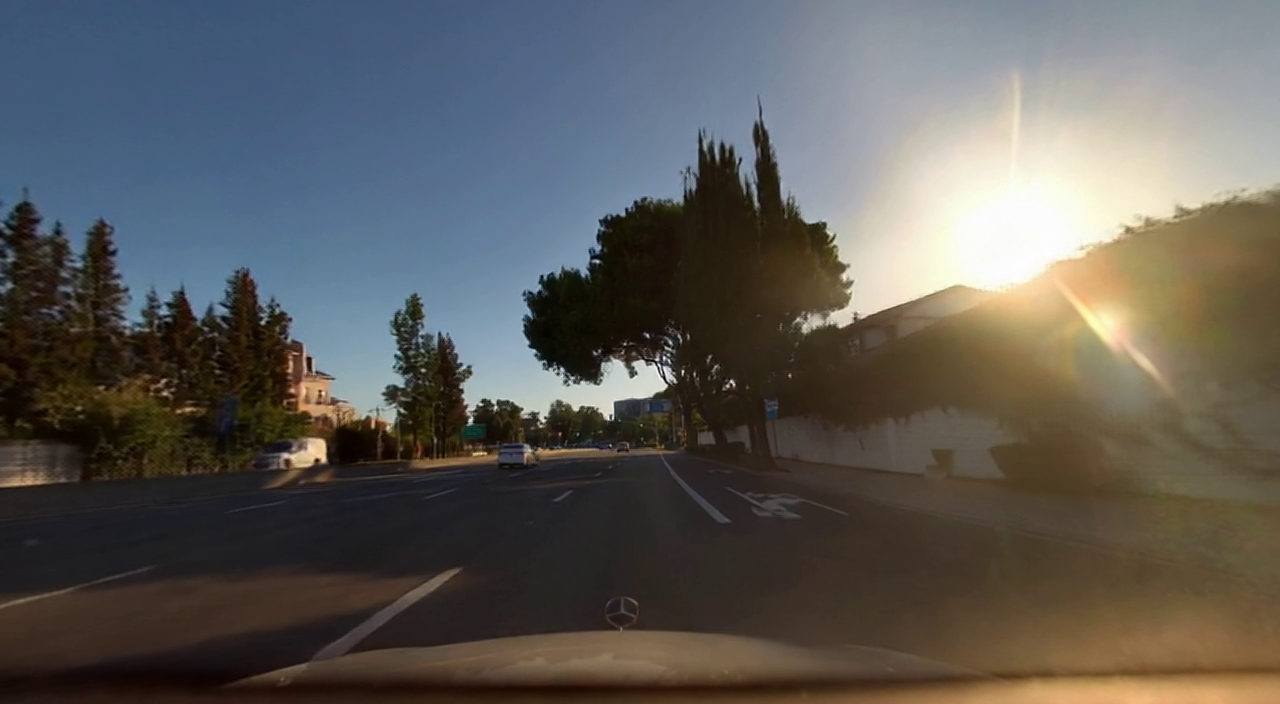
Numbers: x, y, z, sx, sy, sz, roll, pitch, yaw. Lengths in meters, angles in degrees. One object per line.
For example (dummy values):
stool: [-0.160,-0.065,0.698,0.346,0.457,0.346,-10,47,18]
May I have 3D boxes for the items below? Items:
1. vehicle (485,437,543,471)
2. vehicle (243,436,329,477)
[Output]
vehicle: [-6.855,5.589,34.869,2.115,1.711,4.722,0,-8,2]
vehicle: [-26.182,7.704,47.119,2.284,2.792,6.858,-1,-8,2]
